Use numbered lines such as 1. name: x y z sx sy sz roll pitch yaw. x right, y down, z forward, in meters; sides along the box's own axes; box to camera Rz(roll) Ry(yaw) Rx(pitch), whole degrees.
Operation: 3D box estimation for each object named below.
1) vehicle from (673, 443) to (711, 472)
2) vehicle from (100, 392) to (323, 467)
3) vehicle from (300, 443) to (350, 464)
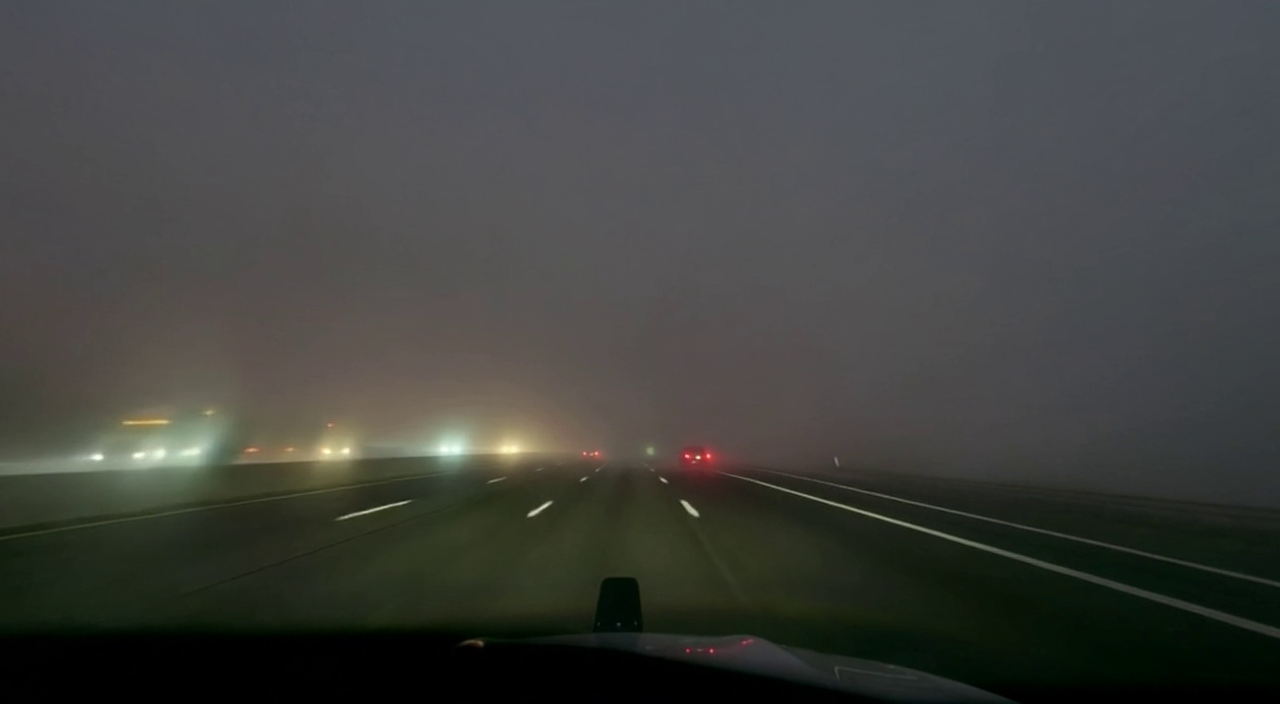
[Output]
1. vehicle: 3.038 6.228 37.196 1.895 1.555 4.030 0 -9 0
2. vehicle: -27.649 5.563 42.723 3.529 4.078 17.308 0 -9 -2
3. vehicle: -23.883 7.719 47.652 1.698 1.472 4.001 0 -9 -1
